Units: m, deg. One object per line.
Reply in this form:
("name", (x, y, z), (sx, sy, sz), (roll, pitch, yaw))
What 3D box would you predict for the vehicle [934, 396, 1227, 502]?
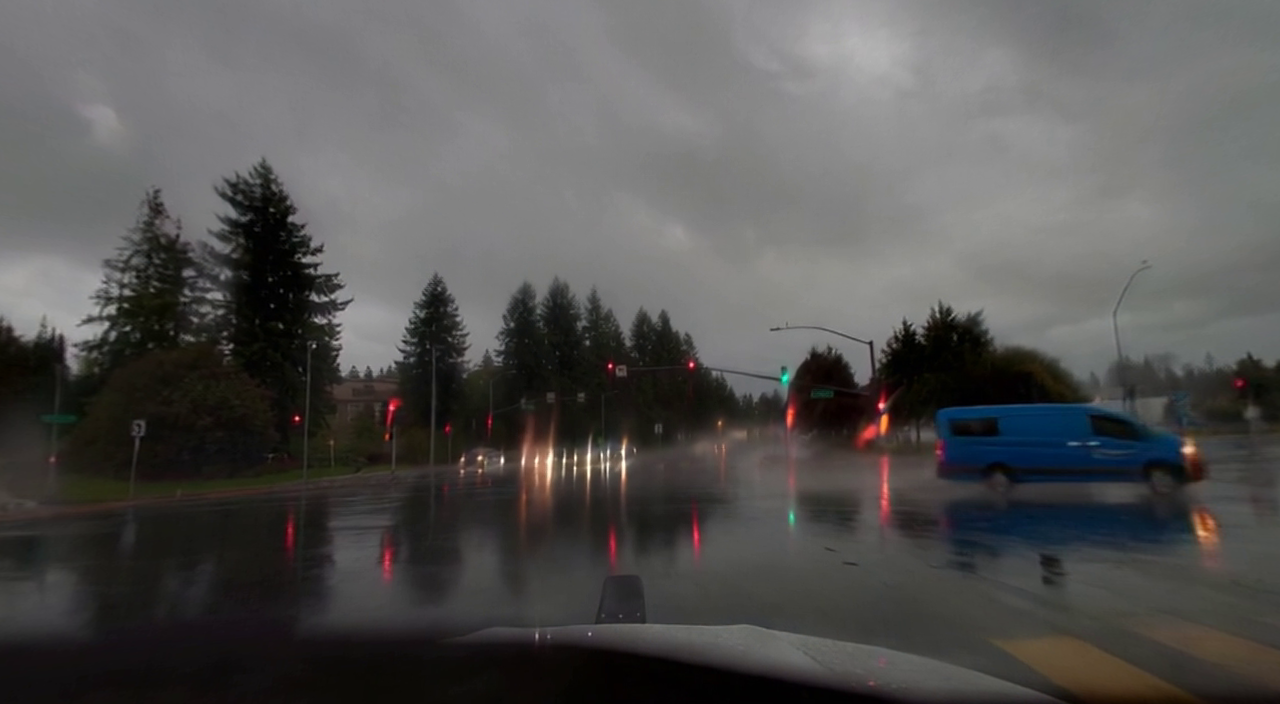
("vehicle", (11.151, 2.556, 16.772), (5.791, 2.404, 2.465), (-3, -9, 21))
